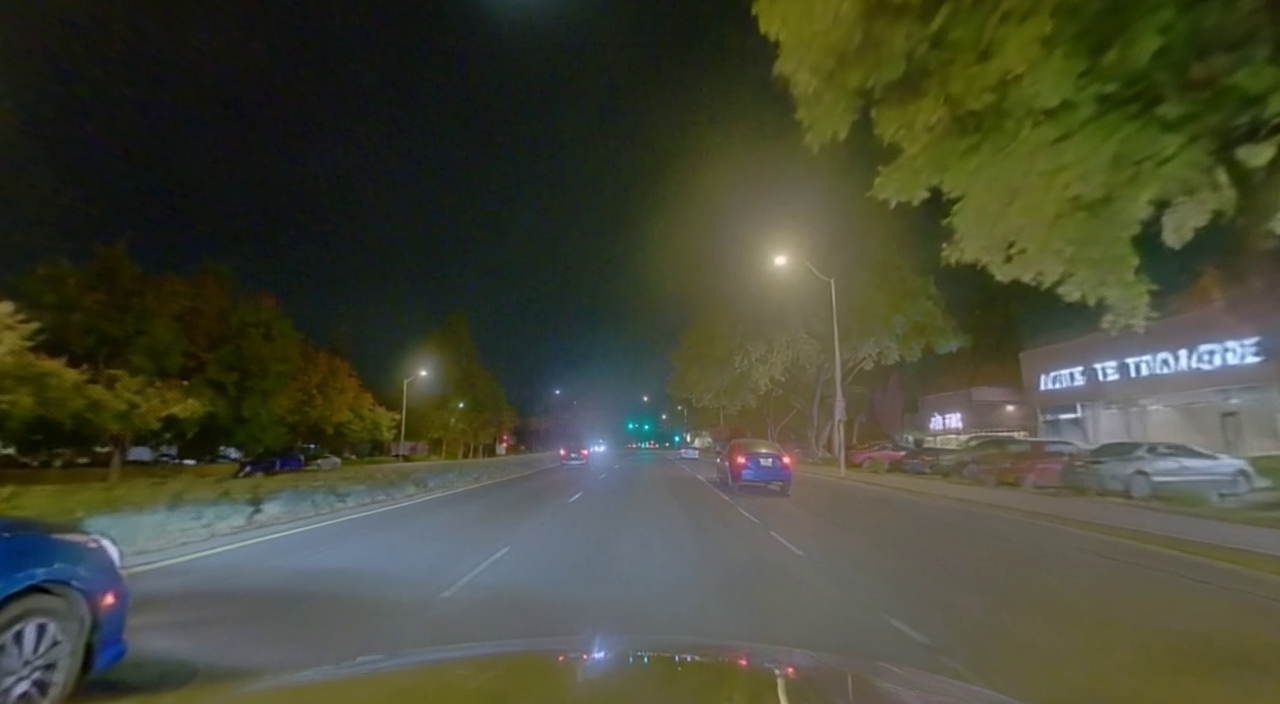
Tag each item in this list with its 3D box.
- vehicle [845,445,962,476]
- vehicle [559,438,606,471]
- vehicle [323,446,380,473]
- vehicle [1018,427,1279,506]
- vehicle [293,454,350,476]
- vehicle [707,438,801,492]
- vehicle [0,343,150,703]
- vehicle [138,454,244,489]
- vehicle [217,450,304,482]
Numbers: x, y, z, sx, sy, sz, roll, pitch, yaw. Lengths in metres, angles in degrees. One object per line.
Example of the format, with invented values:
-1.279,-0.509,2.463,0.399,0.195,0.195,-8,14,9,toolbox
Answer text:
12.686,5.231,30.574,4.757,1.327,2.062,0,-7,-2,vehicle
-3.027,5.481,33.888,2.113,1.626,4.129,0,-8,0,vehicle
-21.926,8.164,48.129,2.203,1.857,4.581,0,-8,-1,vehicle
13.413,2.985,16.815,5.342,1.867,2.147,0,-8,-7,vehicle
-21.675,7.696,42.992,1.838,1.351,3.904,0,-8,0,vehicle
3.431,3.490,19.841,2.083,1.474,4.360,0,-8,-1,vehicle
-3.627,0.588,0.872,2.023,1.720,4.741,0,-8,1,vehicle
-21.665,5.753,30.639,1.799,1.465,4.390,-1,-8,2,vehicle
-21.678,6.493,36.244,2.029,1.636,4.549,-1,-8,2,vehicle
